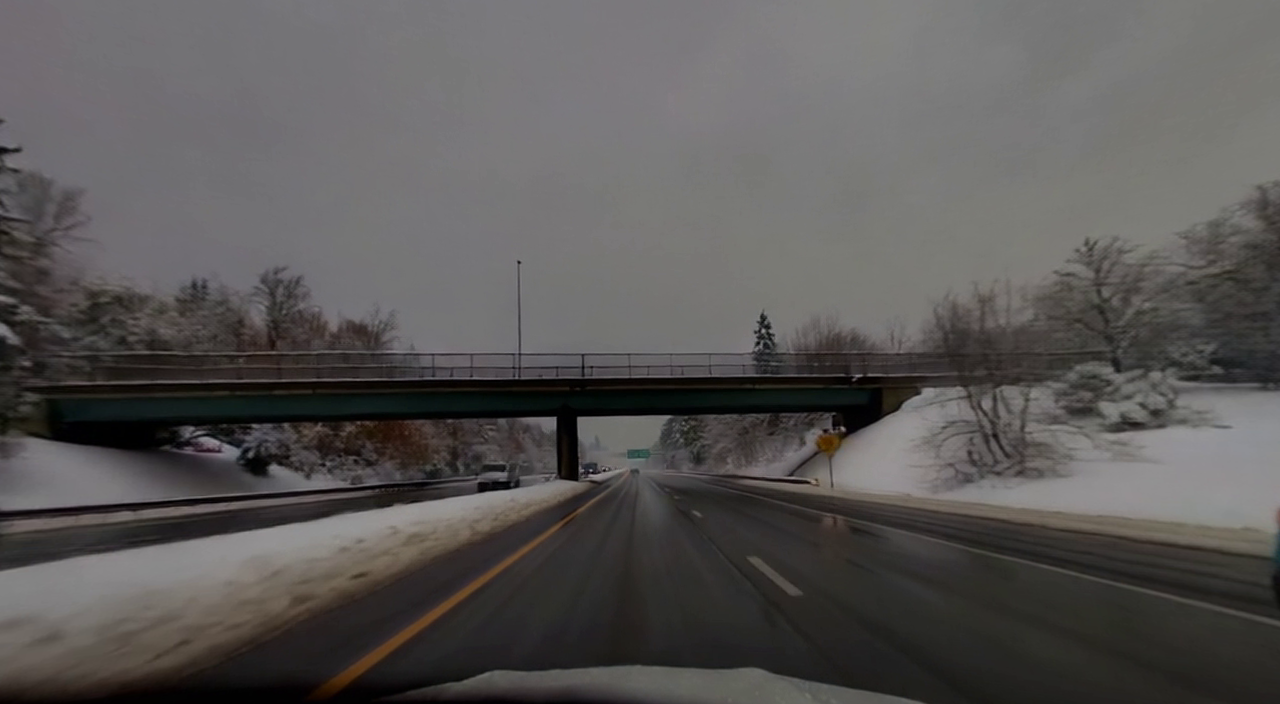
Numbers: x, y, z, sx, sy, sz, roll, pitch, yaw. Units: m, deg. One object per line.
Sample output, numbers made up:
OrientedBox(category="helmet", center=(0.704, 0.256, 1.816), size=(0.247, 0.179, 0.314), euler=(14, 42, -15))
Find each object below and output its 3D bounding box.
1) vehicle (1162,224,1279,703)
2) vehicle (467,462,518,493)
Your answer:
OrientedBox(category="vehicle", center=(4.546, 0.141, 0.444), size=(2.372, 2.581, 6.763), euler=(1, -11, -1))
OrientedBox(category="vehicle", center=(-8.676, 7.433, 37.341), size=(2.013, 1.672, 4.241), euler=(1, -11, 0))
